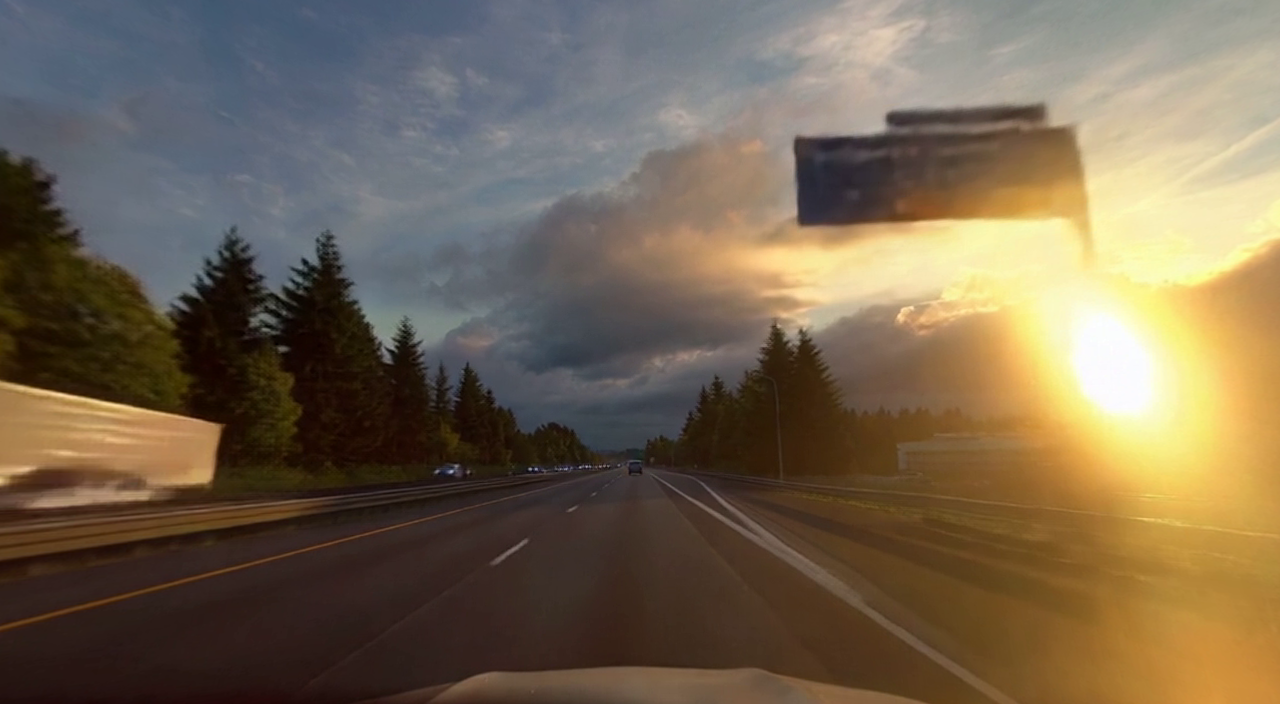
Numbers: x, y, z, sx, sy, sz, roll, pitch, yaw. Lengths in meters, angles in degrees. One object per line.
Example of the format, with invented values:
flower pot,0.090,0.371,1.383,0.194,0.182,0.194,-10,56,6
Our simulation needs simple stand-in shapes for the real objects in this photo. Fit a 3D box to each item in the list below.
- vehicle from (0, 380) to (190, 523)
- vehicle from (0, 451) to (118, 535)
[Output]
vehicle,-17.186,2.601,16.361,2.711,3.469,11.278,1,-10,-1
vehicle,-12.464,2.562,11.542,1.901,1.489,4.490,1,-10,0
